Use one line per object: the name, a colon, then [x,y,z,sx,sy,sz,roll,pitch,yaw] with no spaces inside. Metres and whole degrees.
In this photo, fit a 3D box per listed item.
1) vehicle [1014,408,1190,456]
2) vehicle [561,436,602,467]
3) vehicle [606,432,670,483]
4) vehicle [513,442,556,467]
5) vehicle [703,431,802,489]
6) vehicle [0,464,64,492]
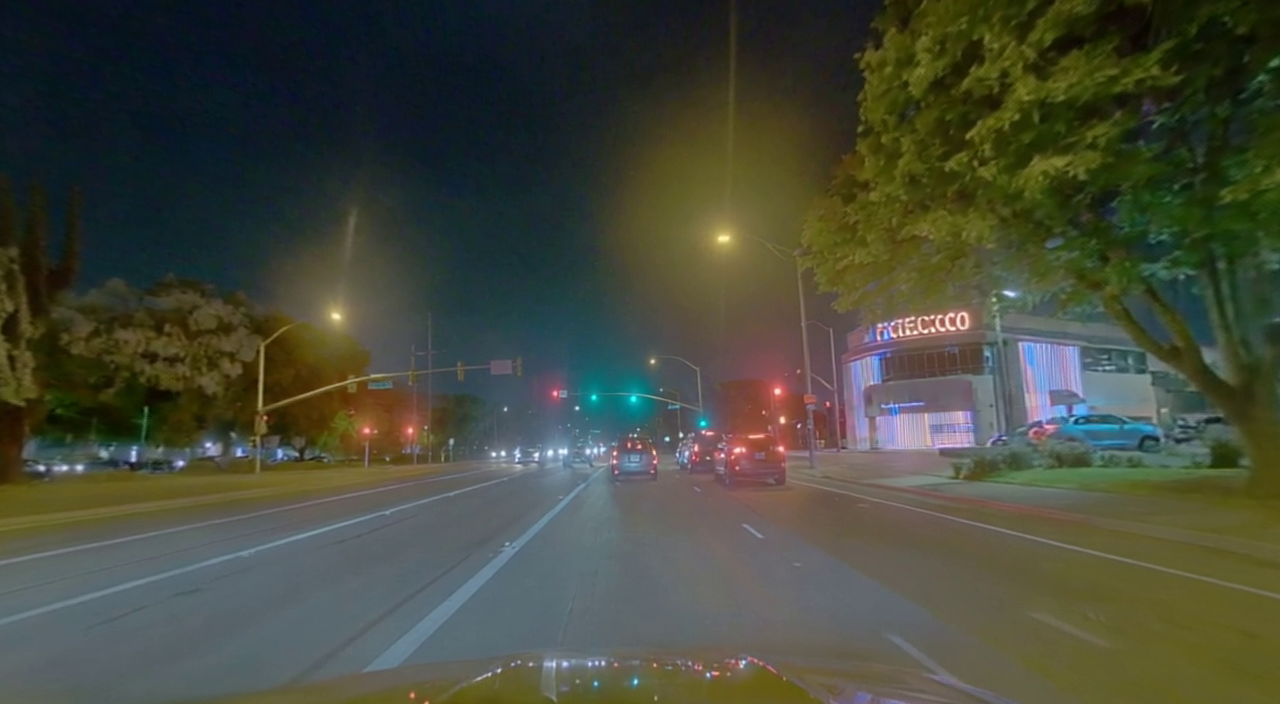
vehicle: [15.497,2.733,21.415,4.344,1.512,1.936,-1,-9,4]
vehicle: [-3.627,6.246,39.804,2.106,1.778,4.444,0,-9,0]
vehicle: [-0.150,3.877,23.405,2.146,1.685,4.003,0,-9,-2]
vehicle: [-6.689,6.543,40.471,1.954,1.473,4.350,0,-9,1]
vehicle: [3.526,3.493,20.729,2.198,1.660,4.512,0,-9,-3]
vehicle: [-34.904,6.989,34.963,4.030,1.435,1.767,4,-10,-27]
